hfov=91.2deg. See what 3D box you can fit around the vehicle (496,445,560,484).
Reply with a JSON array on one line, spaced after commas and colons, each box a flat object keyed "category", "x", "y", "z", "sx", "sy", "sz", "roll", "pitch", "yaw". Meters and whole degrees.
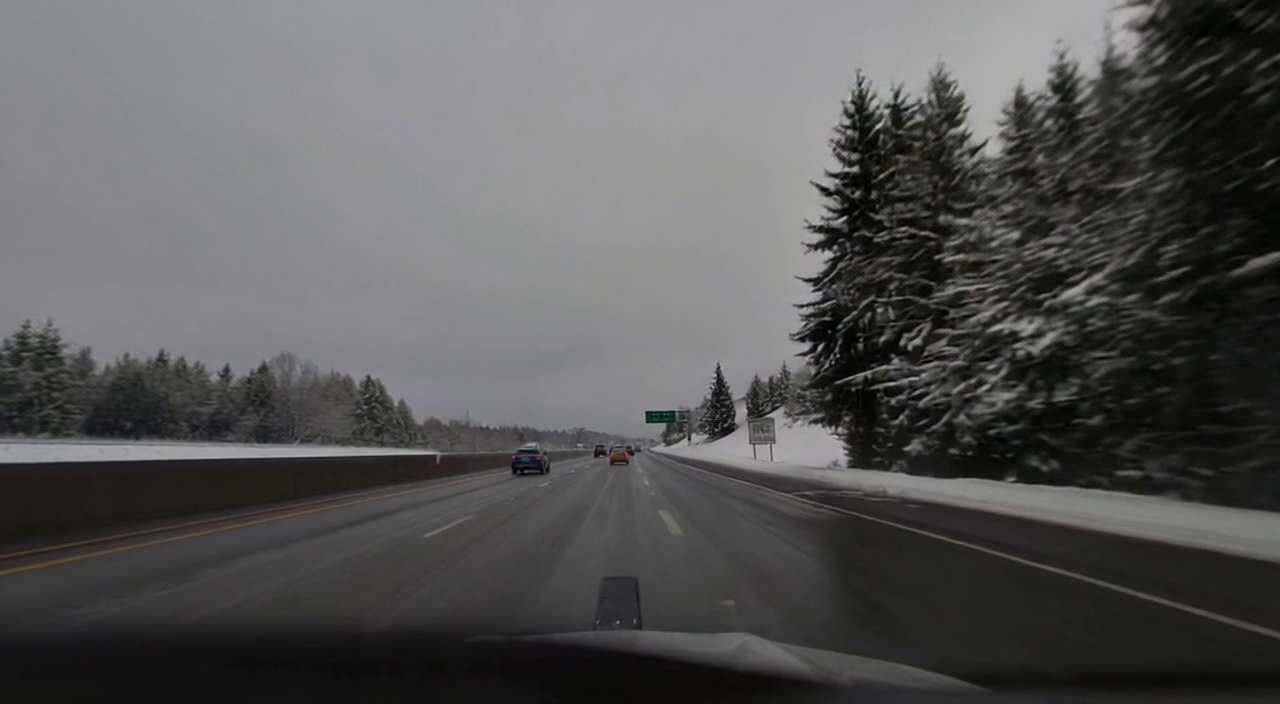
[{"category": "vehicle", "x": -4.846, "y": 4.939, "z": 27.828, "sx": 2.028, "sy": 1.563, "sz": 4.734, "roll": 0, "pitch": -9, "yaw": -1}]
